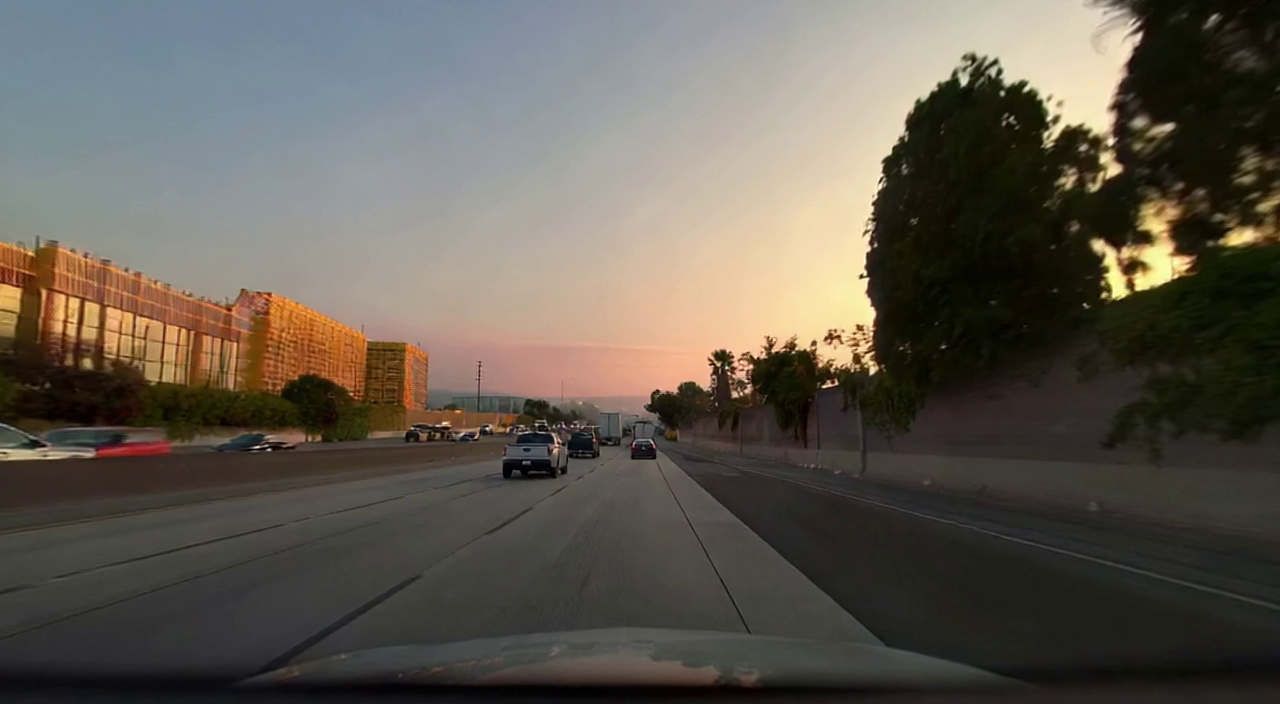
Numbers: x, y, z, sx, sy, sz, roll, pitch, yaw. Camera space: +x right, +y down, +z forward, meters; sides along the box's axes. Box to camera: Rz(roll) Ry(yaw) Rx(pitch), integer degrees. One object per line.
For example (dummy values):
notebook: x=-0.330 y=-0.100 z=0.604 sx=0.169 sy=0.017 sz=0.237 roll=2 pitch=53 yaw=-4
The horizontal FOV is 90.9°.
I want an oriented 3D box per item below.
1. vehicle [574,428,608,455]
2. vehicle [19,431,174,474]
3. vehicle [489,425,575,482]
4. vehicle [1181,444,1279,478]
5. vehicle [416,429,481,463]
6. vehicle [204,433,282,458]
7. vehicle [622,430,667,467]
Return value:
vehicle: x=-3.779 y=7.020 z=49.456 sx=2.203 sy=1.958 sz=4.848 roll=0 pitch=-8 yaw=1
vehicle: x=-20.988 y=3.890 z=24.679 sx=1.970 sy=1.518 sz=4.538 roll=0 pitch=-8 yaw=1
vehicle: x=-3.602 y=3.487 z=21.906 sx=2.108 sy=1.740 sz=4.549 roll=0 pitch=-8 yaw=1
vehicle: x=32.291 y=5.783 z=33.800 sx=1.993 sy=1.670 sz=4.439 roll=4 pitch=-9 yaw=-27
vehicle: x=-10.806 y=5.363 z=35.995 sx=2.104 sy=1.818 sz=4.721 roll=0 pitch=-8 yaw=1
vehicle: x=-24.641 y=5.832 z=39.374 sx=1.861 sy=1.483 sz=4.467 roll=0 pitch=-8 yaw=1
vehicle: x=0.209 y=4.800 z=31.516 sx=2.136 sy=1.678 sz=4.052 roll=0 pitch=-8 yaw=0
